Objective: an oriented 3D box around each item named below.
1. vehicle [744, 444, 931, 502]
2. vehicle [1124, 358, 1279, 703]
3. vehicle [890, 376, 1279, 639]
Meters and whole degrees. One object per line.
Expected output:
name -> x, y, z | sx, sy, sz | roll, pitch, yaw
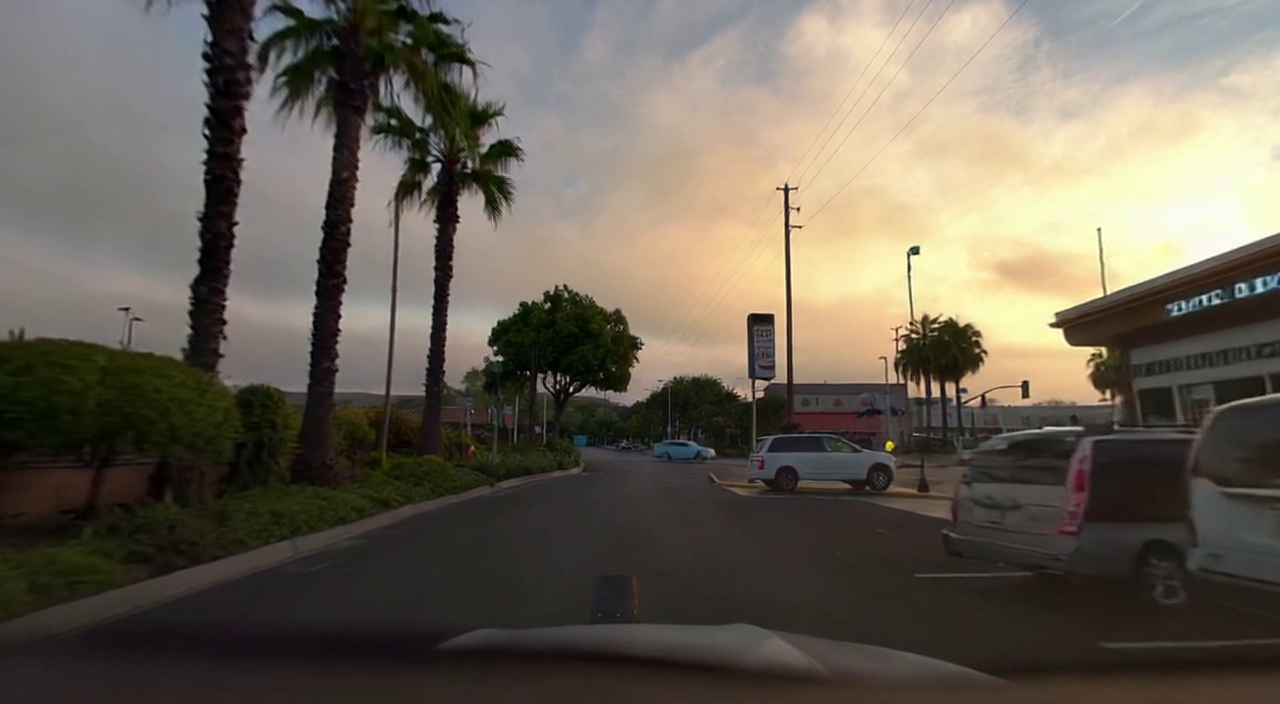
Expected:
vehicle -> 5.620, 3.448, 18.357 | 4.742, 1.506, 1.919 | 0, -8, -5
vehicle -> 5.624, 0.943, 3.209 | 4.743, 1.800, 1.952 | 1, -9, -3
vehicle -> 5.521, 1.342, 5.947 | 5.491, 1.843, 2.103 | 2, -9, -8
